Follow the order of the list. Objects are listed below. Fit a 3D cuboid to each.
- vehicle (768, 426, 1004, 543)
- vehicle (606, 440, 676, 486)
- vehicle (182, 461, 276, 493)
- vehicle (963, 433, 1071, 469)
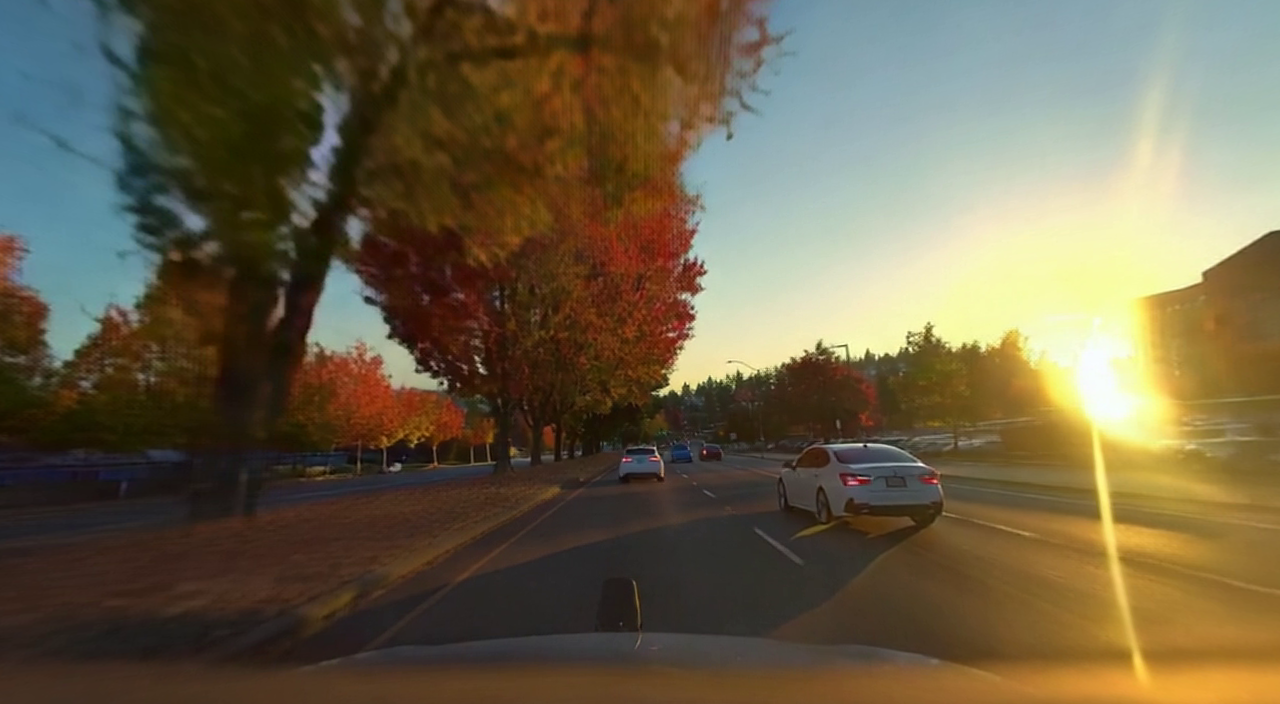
[{"bbox_3d":[3.613,2.047,10.360,2.094,1.480,4.323,0,-9,0],"label":"vehicle"},{"bbox_3d":[0.003,3.998,22.946,2.289,1.471,4.477,0,-9,0],"label":"vehicle"},{"bbox_3d":[-22.592,6.865,34.989,2.070,1.613,4.510,-1,-9,1],"label":"vehicle"},{"bbox_3d":[21.319,5.650,36.112,2.582,1.849,5.579,0,-9,-1],"label":"vehicle"}]
